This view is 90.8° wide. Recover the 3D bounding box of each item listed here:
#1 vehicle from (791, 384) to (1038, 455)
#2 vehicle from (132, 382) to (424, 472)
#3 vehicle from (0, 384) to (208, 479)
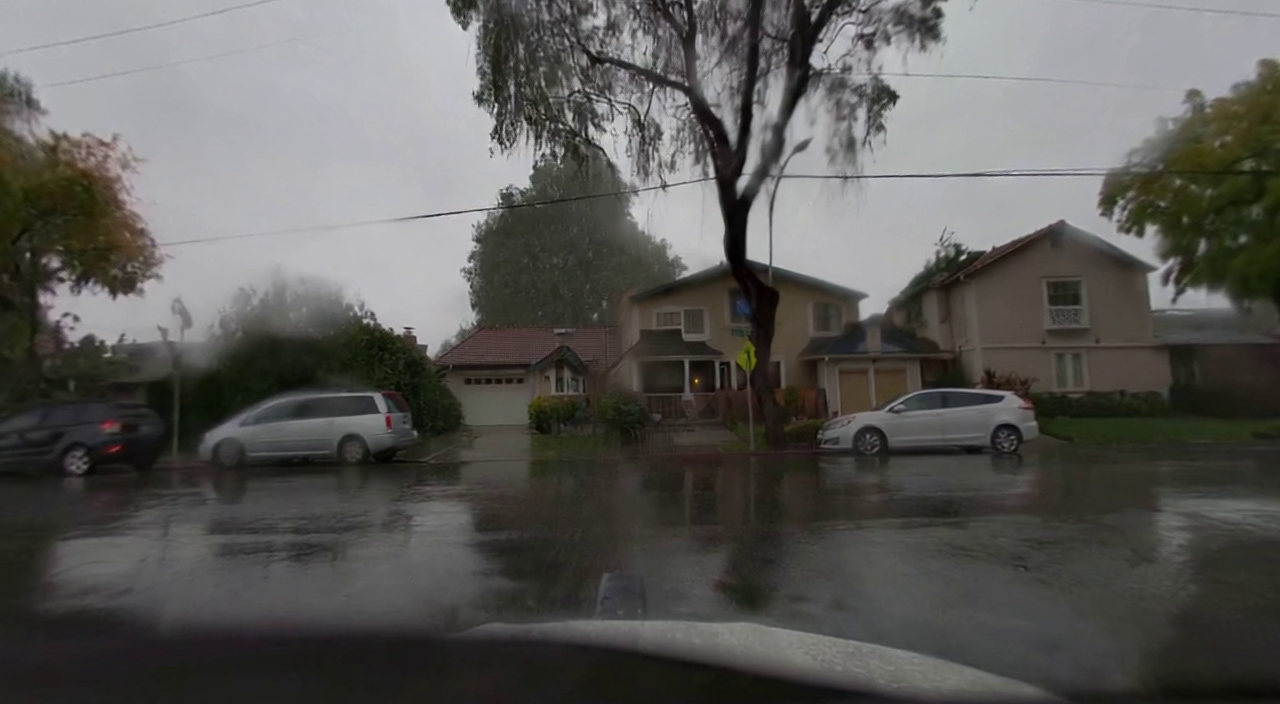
[{"bbox_3d":[5.699,1.477,13.545,4.469,1.391,1.746,0,-8,-1],"label":"vehicle"},{"bbox_3d":[-7.399,1.599,13.338,4.943,1.731,1.877,0,-8,-1],"label":"vehicle"},{"bbox_3d":[-12.127,1.726,13.594,4.259,1.878,1.842,0,-8,1],"label":"vehicle"}]
